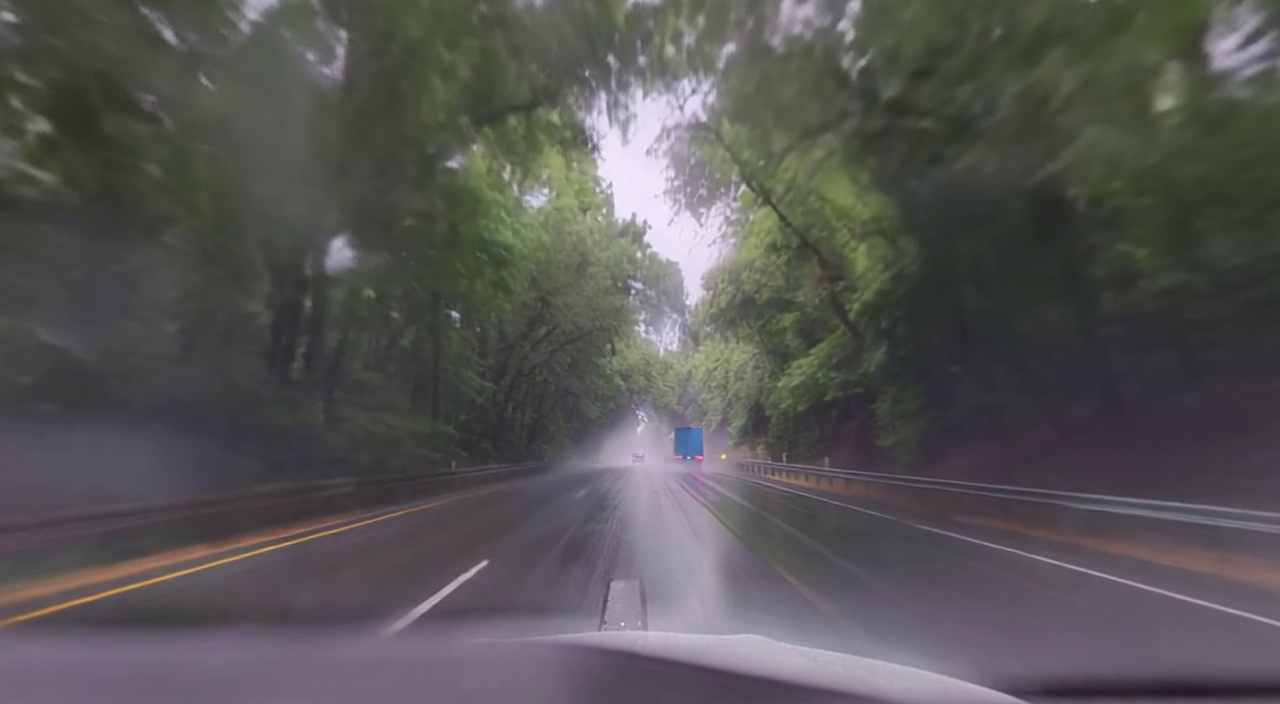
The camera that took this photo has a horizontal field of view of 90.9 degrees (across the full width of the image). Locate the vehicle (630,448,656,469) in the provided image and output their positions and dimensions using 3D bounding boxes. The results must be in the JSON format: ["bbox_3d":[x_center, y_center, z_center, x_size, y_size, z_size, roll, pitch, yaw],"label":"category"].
[{"bbox_3d":[0.237,8.022,47.466,1.900,1.497,3.732,0,-9,1],"label":"vehicle"}]

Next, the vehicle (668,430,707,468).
[{"bbox_3d":[3.666,7.685,49.947,2.572,2.795,5.978,0,-9,-1],"label":"vehicle"}]
